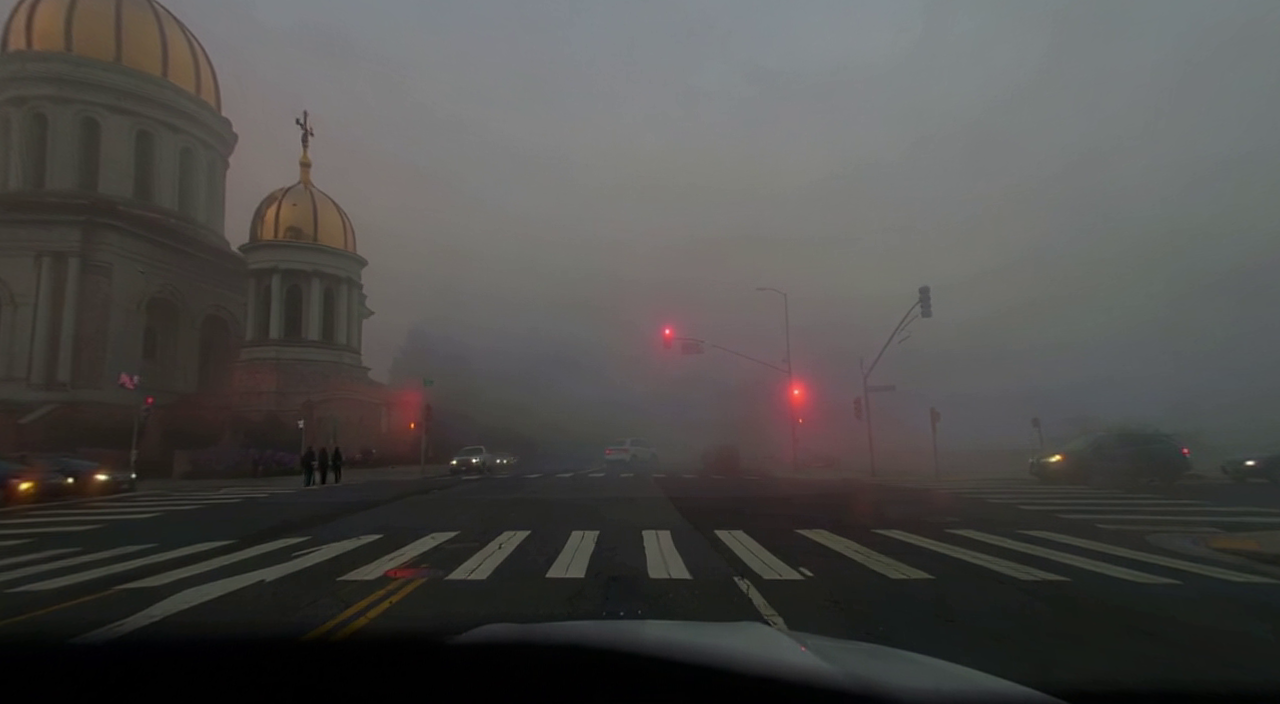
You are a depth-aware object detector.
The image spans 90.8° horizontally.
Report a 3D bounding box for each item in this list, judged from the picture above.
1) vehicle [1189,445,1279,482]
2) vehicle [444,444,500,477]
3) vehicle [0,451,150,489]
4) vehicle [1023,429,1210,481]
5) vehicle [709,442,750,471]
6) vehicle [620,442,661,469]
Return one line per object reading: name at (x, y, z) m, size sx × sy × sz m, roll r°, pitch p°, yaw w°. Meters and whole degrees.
vehicle at (26.378, 4.680, 26.679) m, size 4.561 × 1.475 × 1.850 m, roll 0°, pitch -8°, yaw 0°
vehicle at (-10.237, 6.614, 38.950) m, size 2.076 × 1.876 × 4.669 m, roll 0°, pitch -8°, yaw 1°
vehicle at (-23.363, 4.867, 26.219) m, size 4.479 × 1.476 × 1.873 m, roll 0°, pitch -8°, yaw 1°
vehicle at (19.865, 4.305, 26.579) m, size 5.852 × 2.057 × 2.361 m, roll 0°, pitch -8°, yaw 0°
vehicle at (5.826, 6.859, 41.508) m, size 1.969 × 1.776 × 4.329 m, roll 0°, pitch -8°, yaw -2°
vehicle at (0.085, 6.992, 42.976) m, size 2.051 × 1.724 × 4.567 m, roll -1°, pitch -9°, yaw 9°
